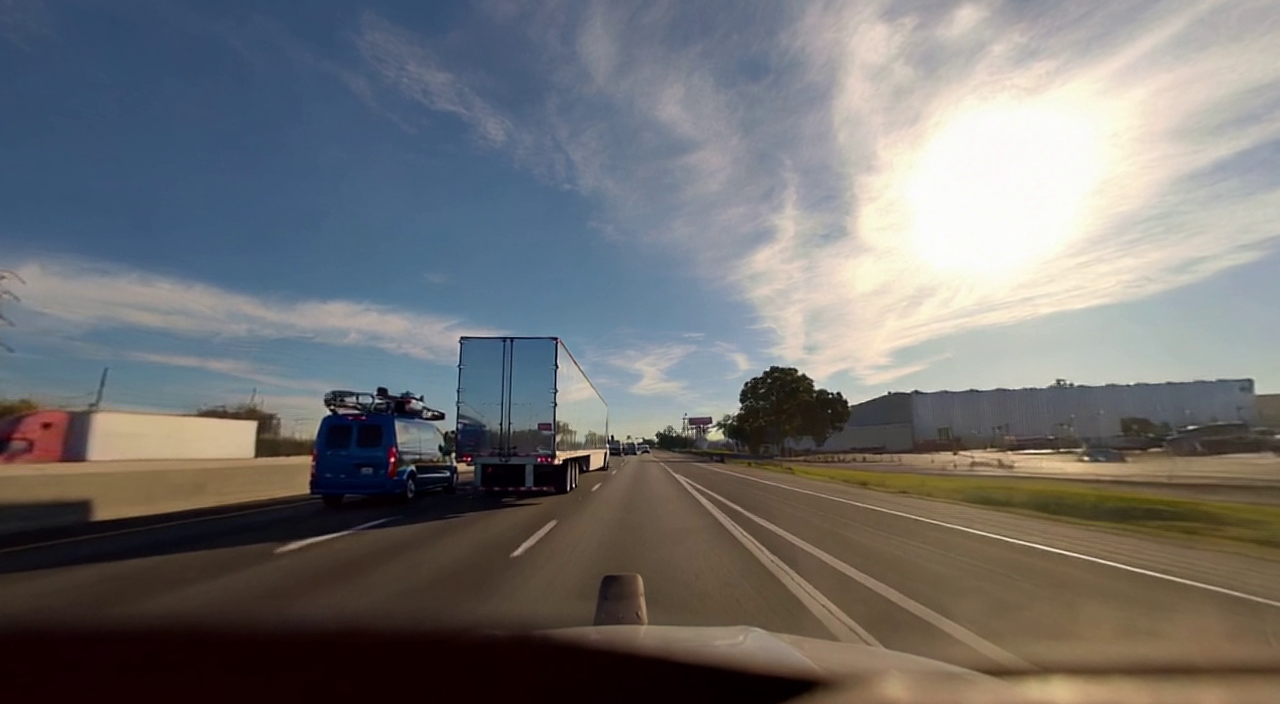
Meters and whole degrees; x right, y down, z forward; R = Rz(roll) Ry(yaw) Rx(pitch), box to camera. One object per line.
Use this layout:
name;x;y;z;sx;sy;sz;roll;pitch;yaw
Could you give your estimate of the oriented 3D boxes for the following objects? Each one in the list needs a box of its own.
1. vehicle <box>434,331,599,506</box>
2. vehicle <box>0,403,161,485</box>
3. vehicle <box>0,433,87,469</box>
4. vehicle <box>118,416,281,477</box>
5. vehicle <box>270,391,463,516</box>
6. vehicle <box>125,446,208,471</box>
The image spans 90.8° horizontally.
vehicle;-3.449;2.794;23.199;2.939;4.132;16.303;1;-9;-1
vehicle;-31.261;4.968;34.095;3.006;3.764;9.846;0;-8;0
vehicle;-31.243;5.013;31.946;2.079;1.690;4.869;-3;-7;1
vehicle;-31.167;6.845;45.911;2.852;3.749;12.932;0;-8;-2
vehicle;-6.714;2.614;16.623;2.385;2.672;6.049;0;-8;-1
vehicle;-31.081;6.974;41.635;1.952;1.566;4.548;0;-8;0
